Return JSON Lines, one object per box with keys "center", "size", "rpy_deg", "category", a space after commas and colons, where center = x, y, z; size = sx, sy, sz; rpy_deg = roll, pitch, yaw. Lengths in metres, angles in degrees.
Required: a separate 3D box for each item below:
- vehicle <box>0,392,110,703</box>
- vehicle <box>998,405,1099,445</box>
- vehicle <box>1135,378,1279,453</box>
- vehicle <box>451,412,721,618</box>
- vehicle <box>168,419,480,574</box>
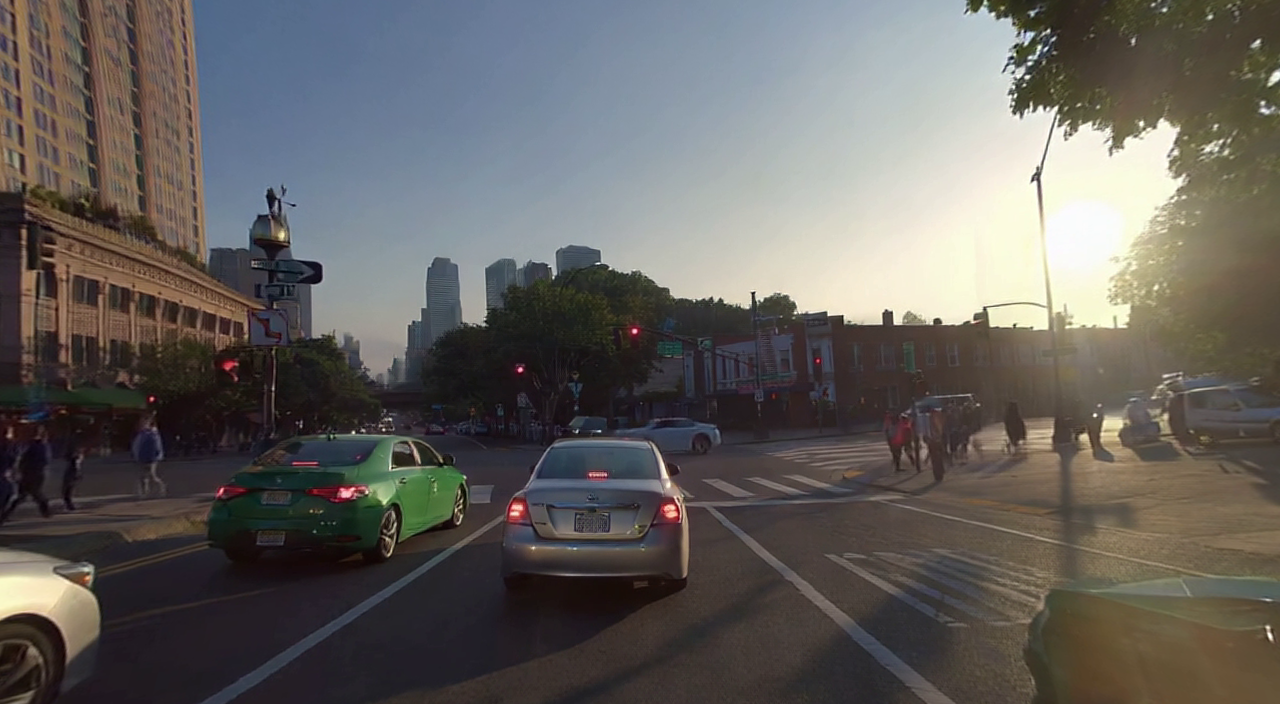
{"center": [-3.919, 0.703, 1.175], "size": [1.995, 1.524, 4.438], "rpy_deg": [0, -8, 0], "category": "vehicle"}
{"center": [18.390, 3.331, 28.430], "size": [4.392, 1.667, 1.958], "rpy_deg": [5, -10, -31], "category": "vehicle"}
{"center": [21.623, 2.356, 22.873], "size": [5.863, 2.493, 2.354], "rpy_deg": [2, -9, -12], "category": "vehicle"}
{"center": [-0.416, 1.502, 6.723], "size": [1.999, 1.520, 3.896], "rpy_deg": [0, -8, -1], "category": "vehicle"}
{"center": [-3.688, 1.753, 8.472], "size": [1.934, 1.522, 4.287], "rpy_deg": [0, -8, 0], "category": "vehicle"}
